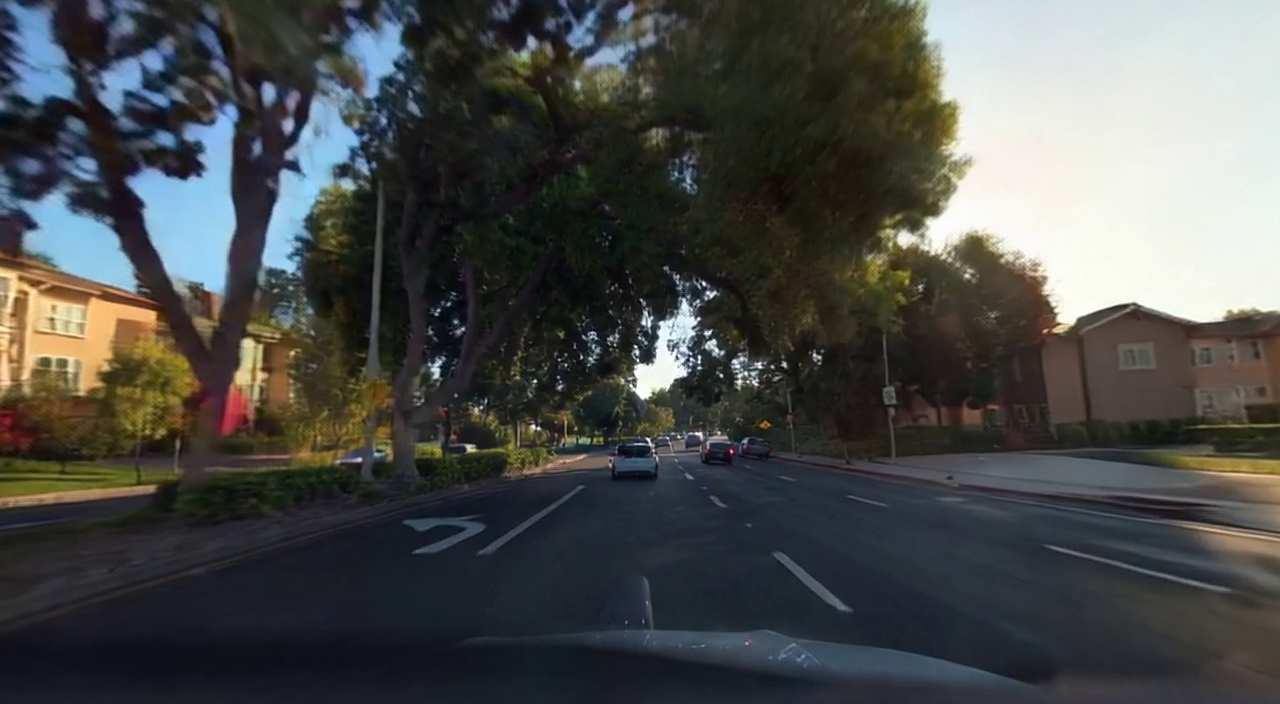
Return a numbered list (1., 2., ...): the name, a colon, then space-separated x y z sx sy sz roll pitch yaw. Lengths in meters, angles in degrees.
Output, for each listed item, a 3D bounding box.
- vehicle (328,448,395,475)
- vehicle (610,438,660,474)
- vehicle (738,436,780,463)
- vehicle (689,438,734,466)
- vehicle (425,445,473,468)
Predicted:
1. vehicle: -16.933 6.642 38.550 1.923 1.469 4.537 0 -8 1
2. vehicle: -0.177 4.643 28.394 2.102 1.481 3.907 0 -8 1
3. vehicle: 7.906 6.522 42.124 1.972 1.700 4.269 0 -8 0
4. vehicle: 4.118 5.832 37.013 2.067 1.514 4.188 0 -8 -1
5. vehicle: -13.271 7.247 44.011 1.834 1.459 4.406 0 -8 2
